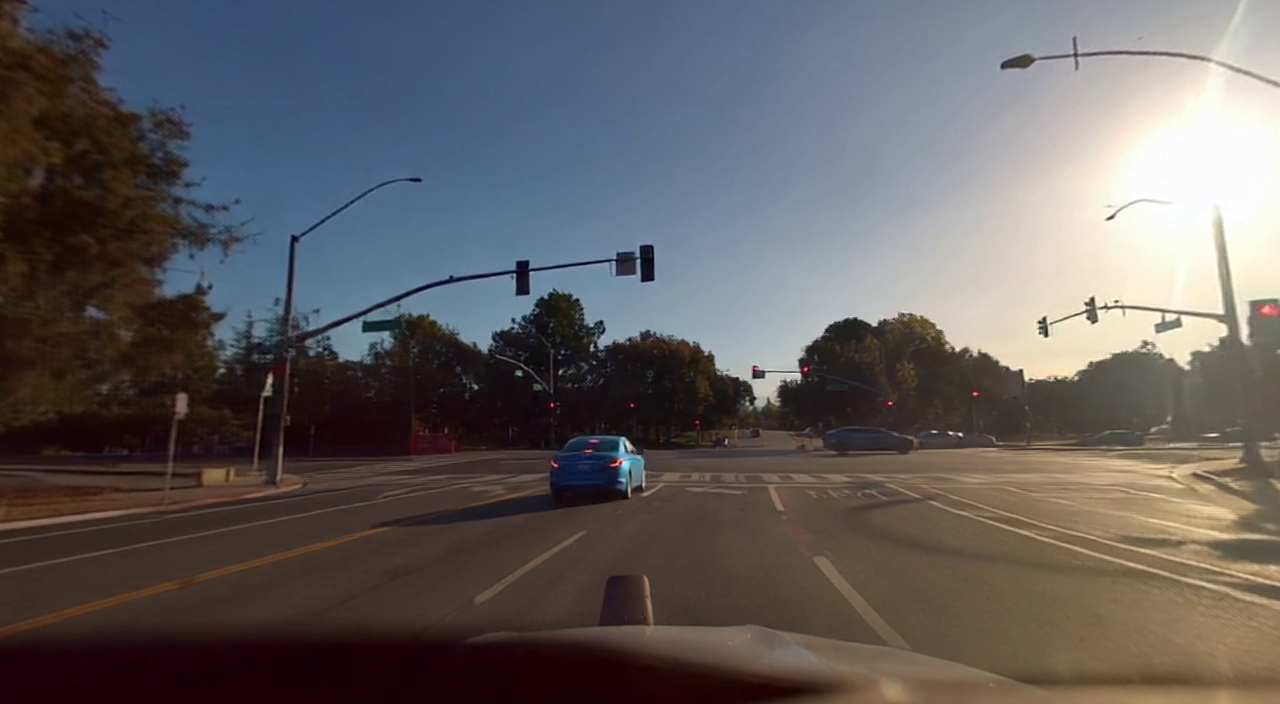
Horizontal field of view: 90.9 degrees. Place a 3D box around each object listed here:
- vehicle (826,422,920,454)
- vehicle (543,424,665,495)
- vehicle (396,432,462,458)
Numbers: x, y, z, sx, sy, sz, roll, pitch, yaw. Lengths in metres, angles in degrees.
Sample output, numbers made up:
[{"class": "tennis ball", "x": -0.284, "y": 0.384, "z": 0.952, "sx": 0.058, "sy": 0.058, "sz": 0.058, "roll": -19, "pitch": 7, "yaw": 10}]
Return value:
[{"class": "vehicle", "x": 12.287, "y": 4.593, "z": 33.528, "sx": 4.406, "sy": 1.661, "sz": 1.857, "roll": -2, "pitch": -9, "yaw": 14}, {"class": "vehicle", "x": -0.758, "y": 2.723, "z": 16.269, "sx": 2.055, "sy": 1.573, "sz": 4.065, "roll": -2, "pitch": -9, "yaw": 13}, {"class": "vehicle", "x": -14.474, "y": 6.383, "z": 43.384, "sx": 3.952, "sy": 1.568, "sz": 1.788, "roll": -4, "pitch": -7, "yaw": 12}]
